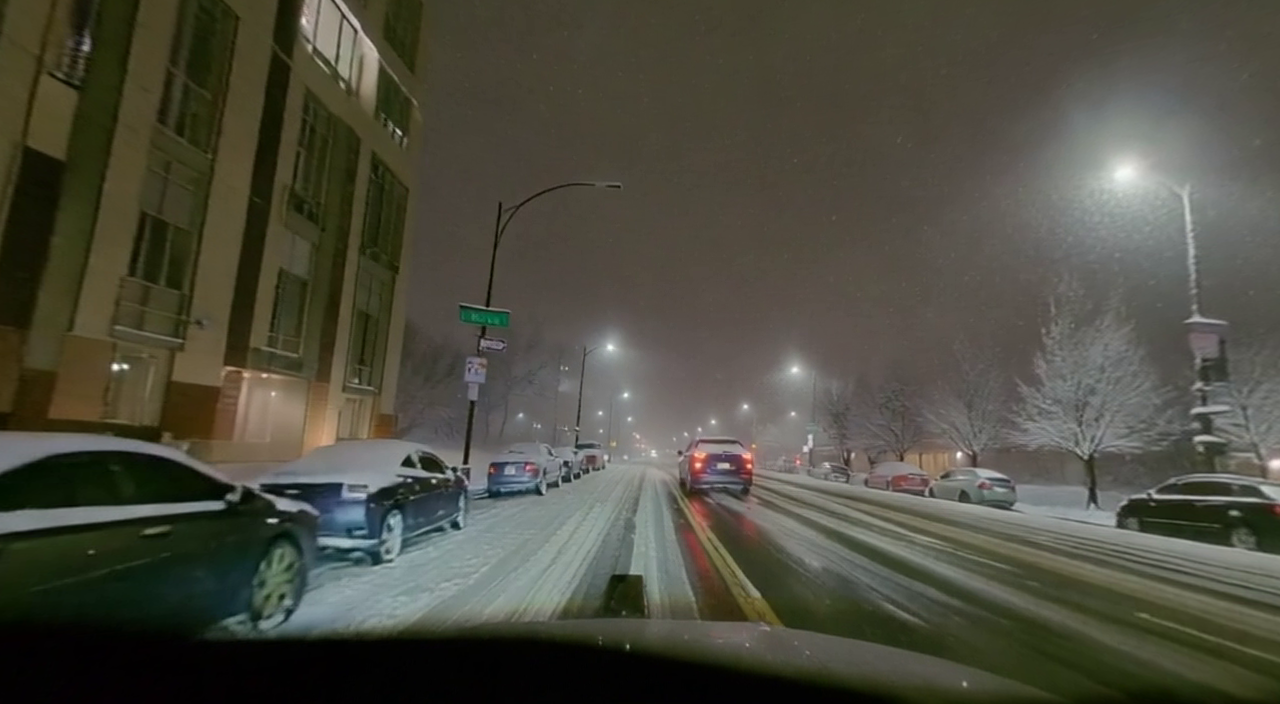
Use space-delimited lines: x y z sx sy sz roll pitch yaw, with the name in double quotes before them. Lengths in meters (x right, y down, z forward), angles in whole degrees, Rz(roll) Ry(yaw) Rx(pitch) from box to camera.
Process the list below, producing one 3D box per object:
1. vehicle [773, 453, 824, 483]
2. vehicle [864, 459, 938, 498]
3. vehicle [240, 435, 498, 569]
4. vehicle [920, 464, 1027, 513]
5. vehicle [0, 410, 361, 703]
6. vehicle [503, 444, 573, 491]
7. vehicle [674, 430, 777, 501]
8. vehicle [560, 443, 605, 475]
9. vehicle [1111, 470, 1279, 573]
"vehicle" 9.748 7.136 39.009 2.022 1.512 4.120 5 -9 0
"vehicle" 13.382 6.500 32.627 2.036 1.704 4.401 3 -9 1
"vehicle" -3.565 2.023 9.322 1.822 1.488 4.271 0 -8 1
"vehicle" 13.278 5.418 25.421 1.866 1.554 4.393 1 -8 -1
"vehicle" -3.565 1.115 3.467 1.989 1.467 4.350 0 -8 1
"vehicle" -3.504 4.035 22.431 1.842 1.497 4.238 0 -8 -1
"vehicle" 2.455 3.499 19.989 2.411 1.899 5.993 0 -9 0
"vehicle" -3.153 5.930 35.214 1.933 1.652 4.508 0 -9 2
"vehicle" 13.286 3.670 13.928 2.189 1.753 4.376 4 -8 -5
